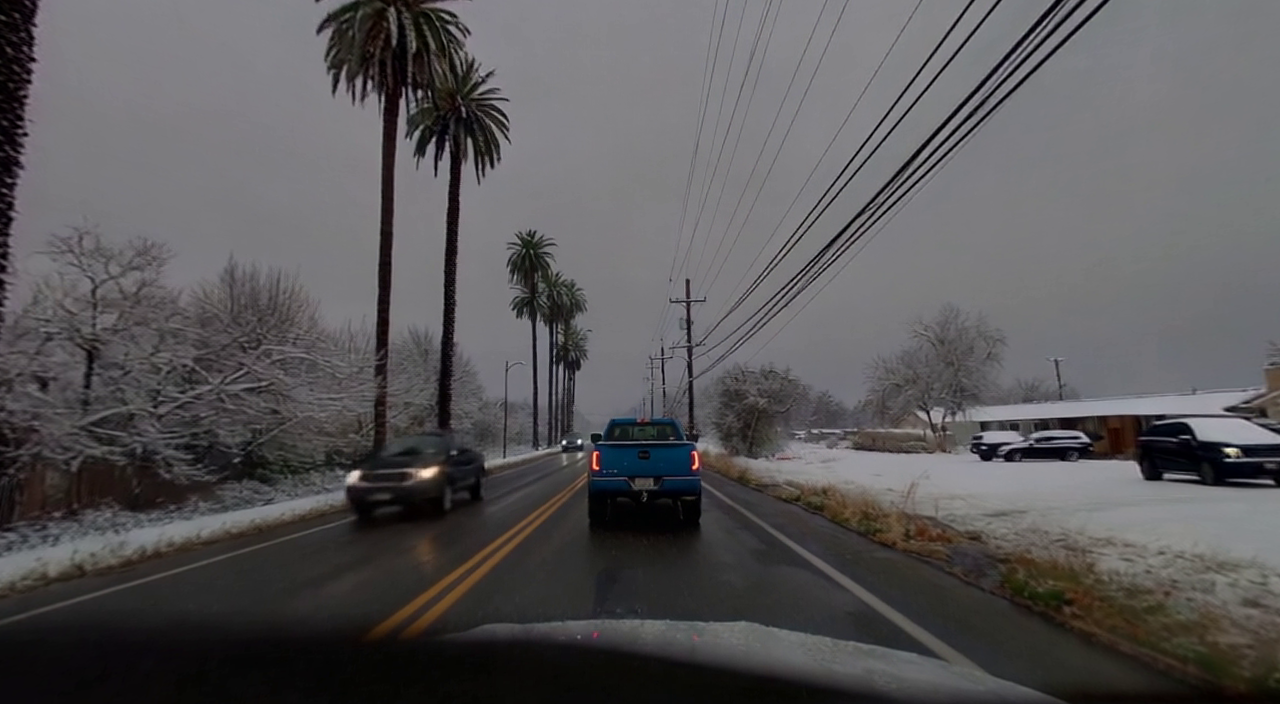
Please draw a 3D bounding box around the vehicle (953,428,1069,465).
[{"bbox_3d":[20.354,5.263,35.131,2.277,1.836,6.267,0,-9,-4],"label":"vehicle"}]

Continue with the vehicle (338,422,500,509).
[{"bbox_3d":[-5.256,2.788,16.066,2.271,1.798,5.412,0,-8,-1],"label":"vehicle"}]

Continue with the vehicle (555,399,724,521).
[{"bbox_3d":[0.013,2.266,13.714,2.848,2.047,5.885,0,-8,0],"label":"vehicle"}]

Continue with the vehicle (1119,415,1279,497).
[{"bbox_3d":[16.077,2.870,17.791,2.338,1.917,6.076,-3,-9,20],"label":"vehicle"}]
